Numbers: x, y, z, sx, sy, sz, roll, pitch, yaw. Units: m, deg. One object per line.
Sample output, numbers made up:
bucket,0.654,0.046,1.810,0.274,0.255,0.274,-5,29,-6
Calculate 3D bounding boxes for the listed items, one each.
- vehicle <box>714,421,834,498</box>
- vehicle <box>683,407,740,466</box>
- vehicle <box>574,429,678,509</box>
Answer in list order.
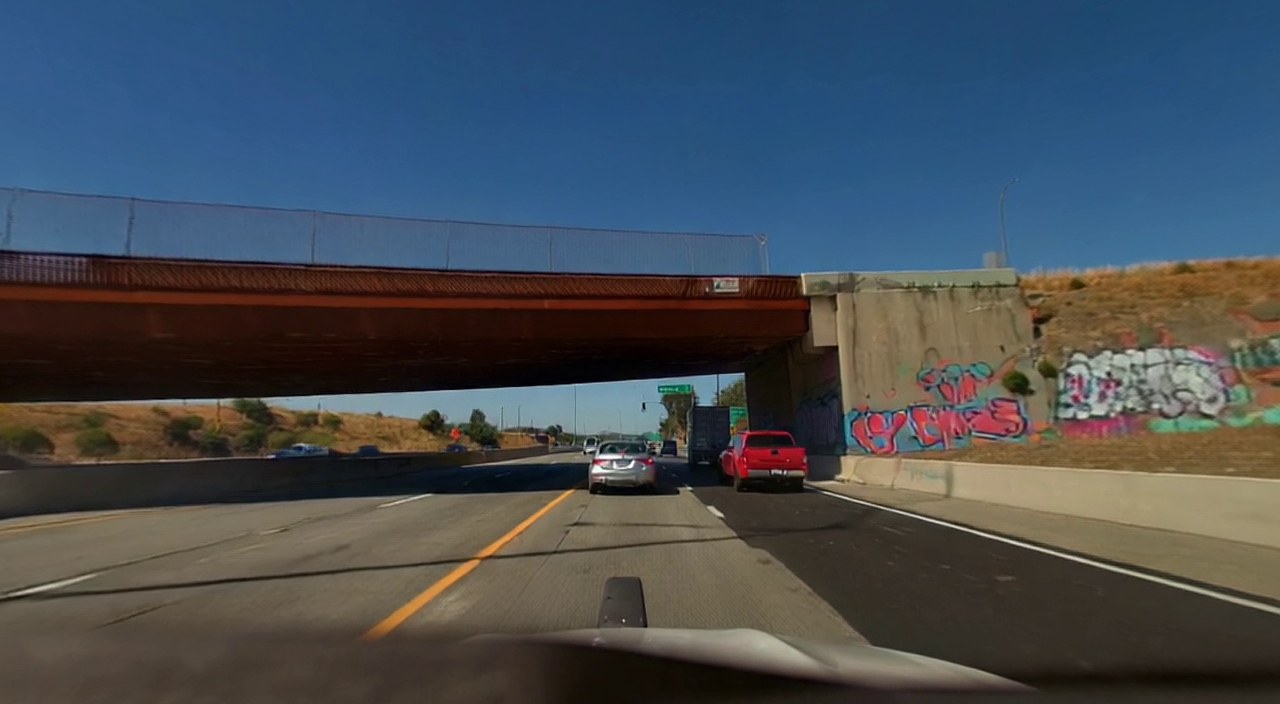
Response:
vehicle,3.739,3.163,18.979,2.311,1.922,5.977,0,-8,0
vehicle,4.438,5.503,40.552,2.873,3.408,7.323,0,-8,1
vehicle,-0.280,2.761,15.332,2.193,1.651,3.946,0,-8,1
